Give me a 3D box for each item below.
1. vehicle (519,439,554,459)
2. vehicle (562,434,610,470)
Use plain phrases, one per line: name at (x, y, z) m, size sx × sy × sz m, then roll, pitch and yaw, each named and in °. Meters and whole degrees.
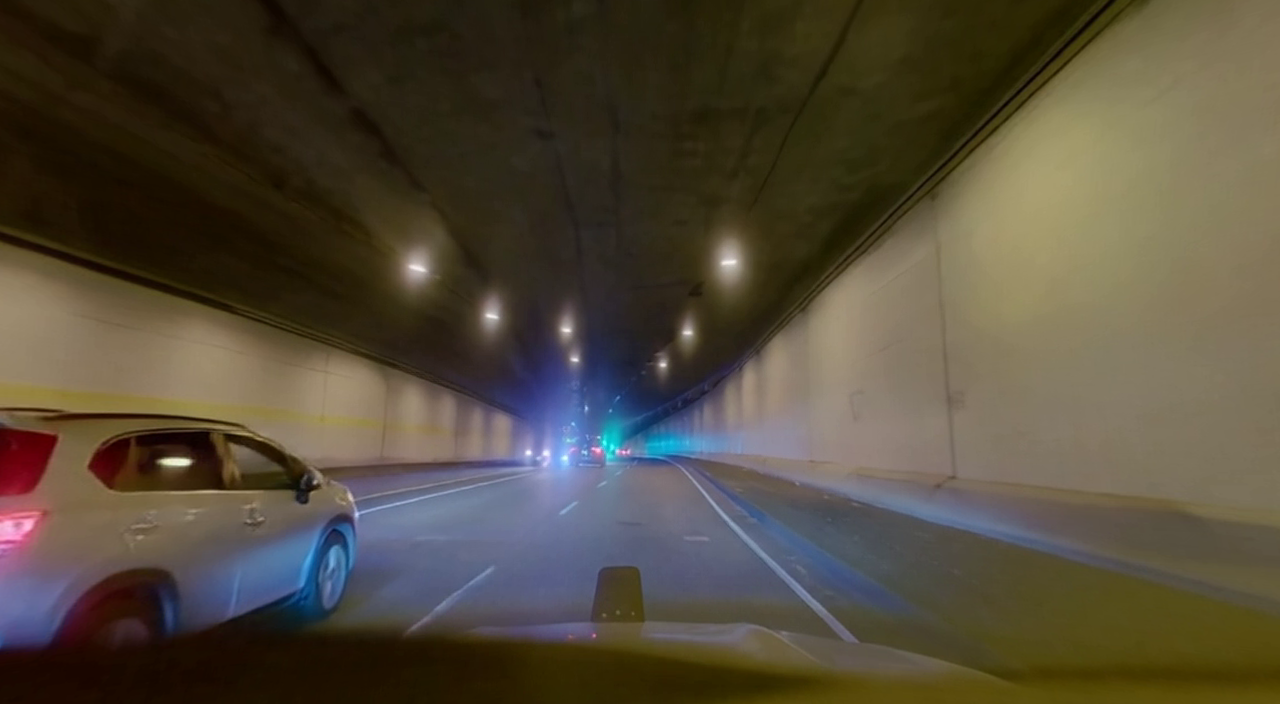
vehicle at (-7.900, 7.422, 48.468) m, size 1.963 × 1.414 × 4.567 m, roll 0°, pitch -8°, yaw -1°
vehicle at (-2.713, 5.138, 32.652) m, size 1.961 × 1.725 × 4.315 m, roll -1°, pitch -8°, yaw 2°
